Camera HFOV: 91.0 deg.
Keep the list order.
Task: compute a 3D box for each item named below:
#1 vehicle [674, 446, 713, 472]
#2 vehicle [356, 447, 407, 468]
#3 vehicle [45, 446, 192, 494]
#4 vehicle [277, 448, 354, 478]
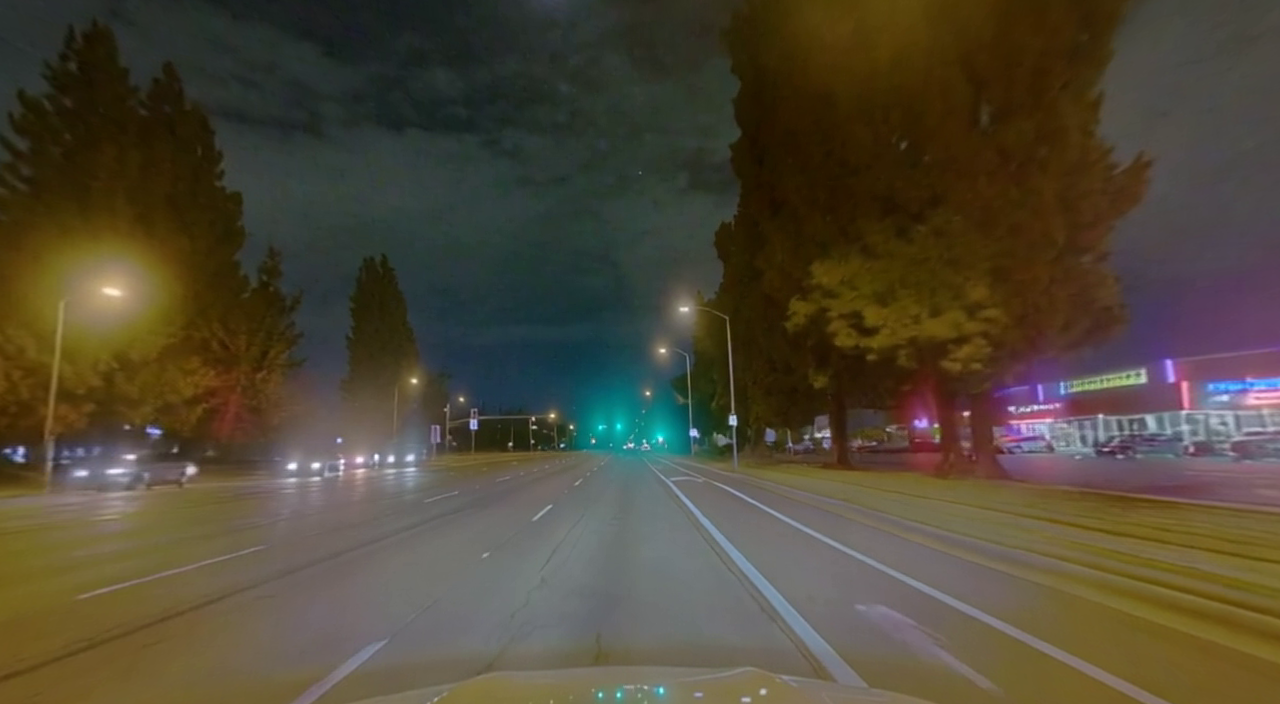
[{"bbox_3d":[3.335,6.753,39.963,1.992,1.513,4.683,0,-8,-1],"label":"vehicle"},{"bbox_3d":[-19.939,8.169,48.837,2.068,1.537,4.948,0,-9,-3],"label":"vehicle"},{"bbox_3d":[-20.440,4.612,24.984,1.963,1.694,4.535,0,-9,-1],"label":"vehicle"},{"bbox_3d":[-17.439,5.956,34.061,1.903,1.446,4.306,0,-9,0],"label":"vehicle"}]
